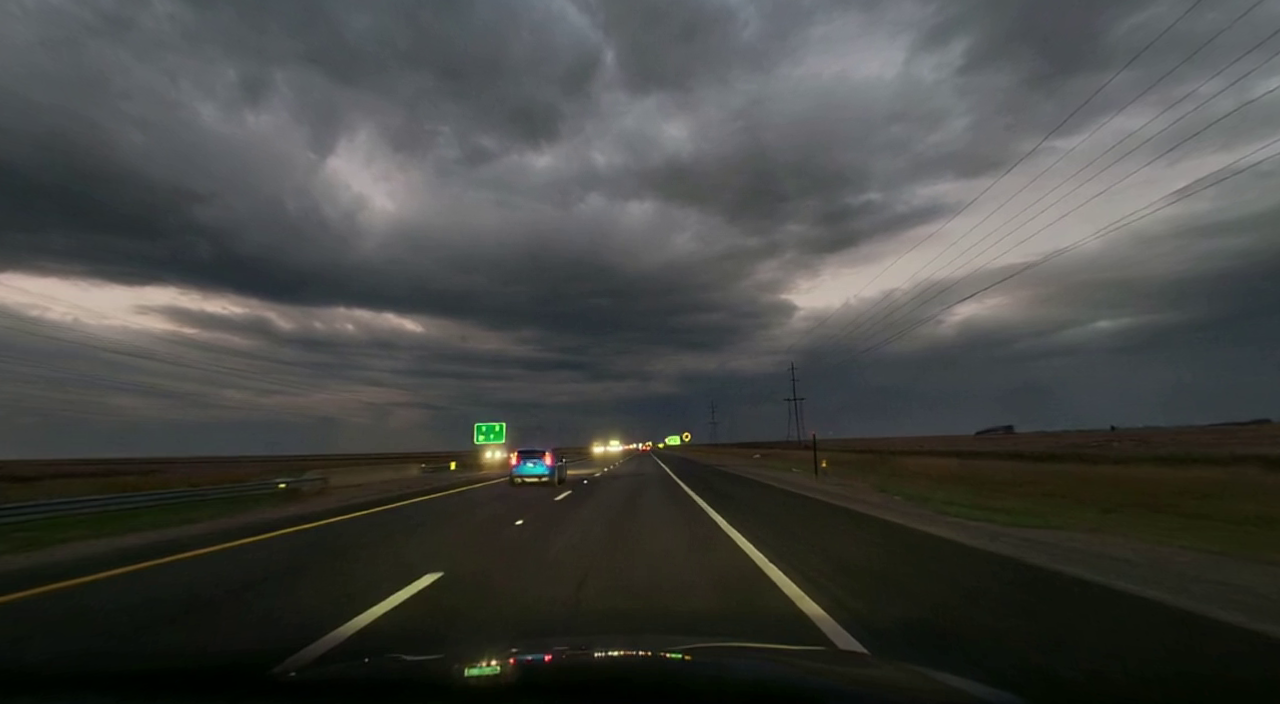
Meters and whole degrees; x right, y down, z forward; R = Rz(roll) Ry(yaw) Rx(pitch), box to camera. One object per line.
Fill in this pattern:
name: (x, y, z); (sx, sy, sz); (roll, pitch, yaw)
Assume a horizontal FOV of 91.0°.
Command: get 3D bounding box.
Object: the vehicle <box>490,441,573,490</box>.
vehicle: (-3.769, 4.026, 22.659); (2.106, 1.543, 4.465); (0, -9, 1)
